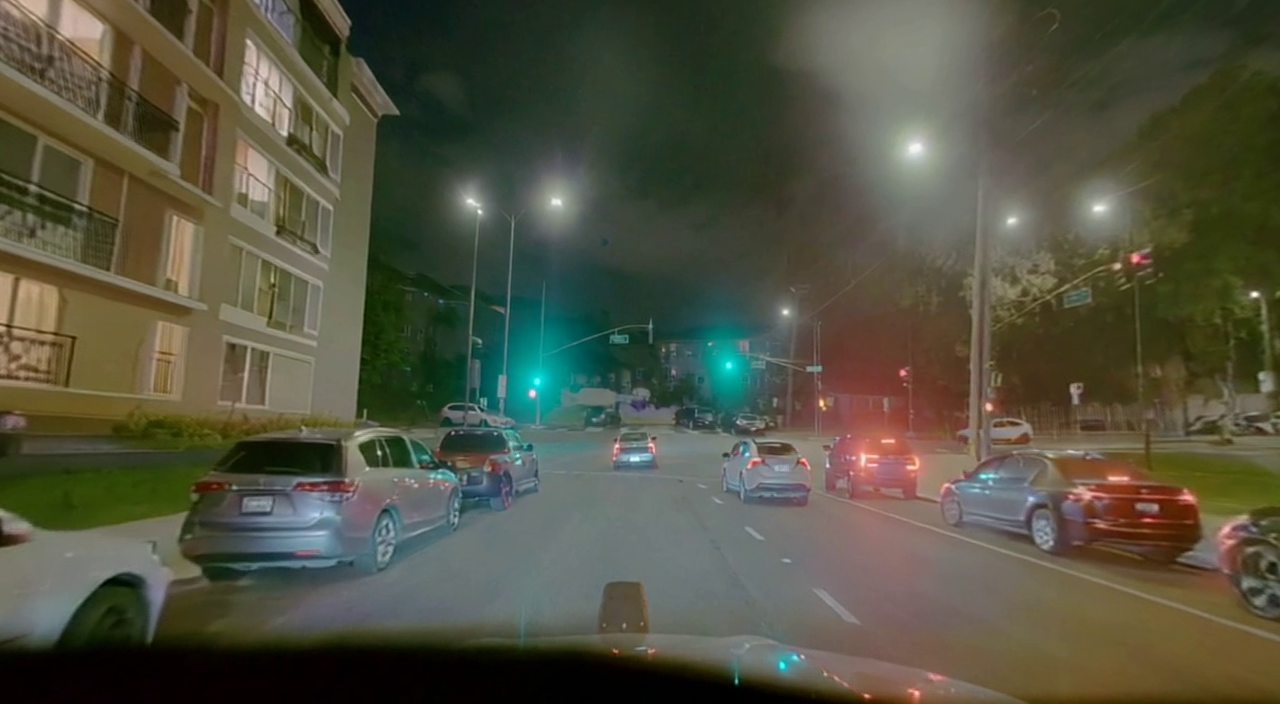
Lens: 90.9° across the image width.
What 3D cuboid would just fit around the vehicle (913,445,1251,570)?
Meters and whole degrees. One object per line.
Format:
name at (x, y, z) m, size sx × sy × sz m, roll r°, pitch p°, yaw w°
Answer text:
vehicle at (6.154, 2.157, 9.656) m, size 1.962 × 1.438 × 4.440 m, roll 0°, pitch -8°, yaw 0°

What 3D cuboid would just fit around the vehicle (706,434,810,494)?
vehicle at (3.149, 3.099, 17.826) m, size 2.055 × 1.450 × 4.676 m, roll 0°, pitch -8°, yaw 0°

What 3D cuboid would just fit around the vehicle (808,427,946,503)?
vehicle at (6.137, 2.971, 17.022) m, size 1.999 × 1.752 × 4.502 m, roll 0°, pitch -8°, yaw 1°

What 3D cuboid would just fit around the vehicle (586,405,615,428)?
vehicle at (-2.817, 4.679, 45.492) m, size 1.878 × 1.521 × 3.697 m, roll 0°, pitch -8°, yaw -1°

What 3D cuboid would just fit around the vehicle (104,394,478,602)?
vehicle at (-3.457, 1.529, 7.478) m, size 1.922 × 1.704 × 4.398 m, roll 0°, pitch -8°, yaw 0°

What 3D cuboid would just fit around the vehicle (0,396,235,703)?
vehicle at (-3.542, 0.809, 1.711) m, size 1.869 × 1.491 × 4.458 m, roll 0°, pitch -8°, yaw 1°

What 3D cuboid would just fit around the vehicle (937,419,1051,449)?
vehicle at (18.435, 4.310, 32.981) m, size 4.738 × 1.537 × 1.960 m, roll 0°, pitch -8°, yaw 2°

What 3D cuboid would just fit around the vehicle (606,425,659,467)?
vehicle at (-0.242, 3.656, 24.560) m, size 1.923 × 1.460 × 3.923 m, roll 0°, pitch -8°, yaw 1°

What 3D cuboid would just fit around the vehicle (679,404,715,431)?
vehicle at (3.788, 4.452, 42.312) m, size 2.093 × 1.655 × 4.327 m, roll 0°, pitch -8°, yaw 1°
